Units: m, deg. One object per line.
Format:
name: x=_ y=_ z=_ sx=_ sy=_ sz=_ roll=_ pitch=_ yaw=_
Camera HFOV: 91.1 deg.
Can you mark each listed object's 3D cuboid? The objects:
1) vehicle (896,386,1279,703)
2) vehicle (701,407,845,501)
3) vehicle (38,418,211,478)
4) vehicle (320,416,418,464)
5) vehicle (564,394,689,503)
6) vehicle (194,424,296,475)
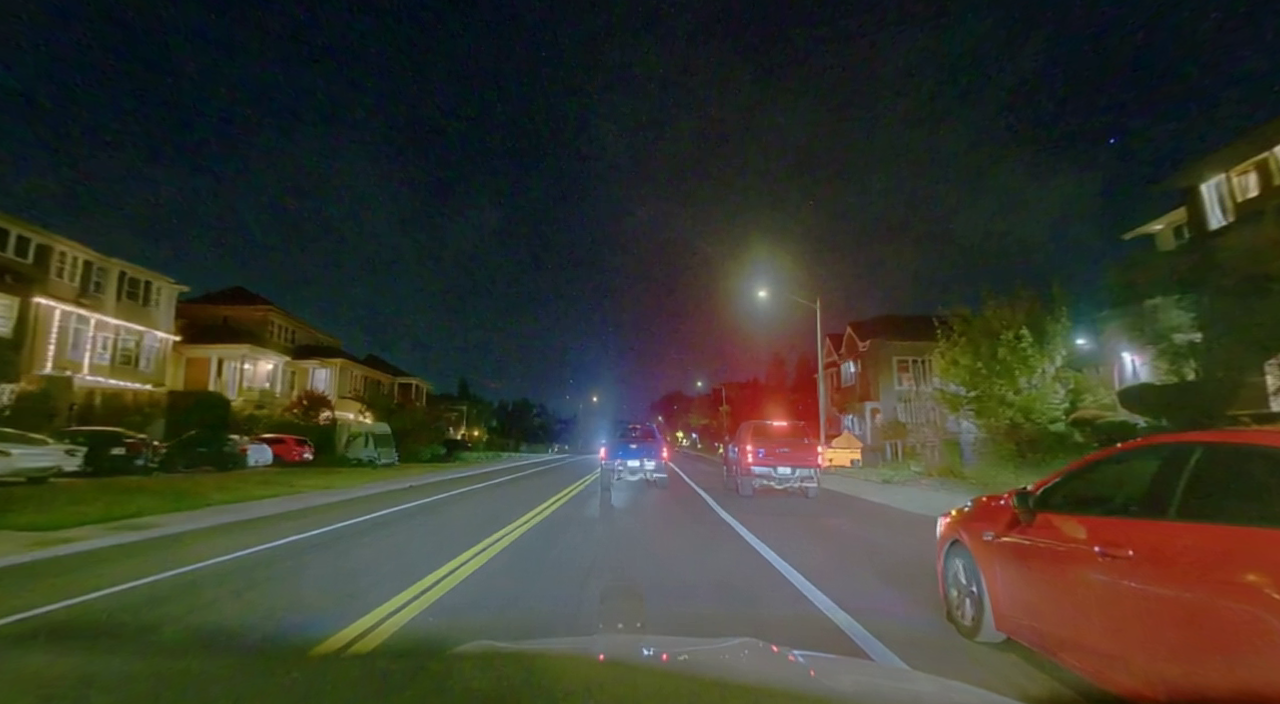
vehicle: x=3.000 y=0.953 z=2.573 sx=2.010 sy=1.499 sz=4.481 roll=0 pitch=-8 yaw=0
vehicle: x=3.112 y=2.593 z=16.243 sx=2.486 sy=1.993 sz=5.667 roll=0 pitch=-8 yaw=0
vehicle: x=-16.870 y=3.155 z=20.666 sx=4.184 sy=1.831 sz=1.940 roll=-1 pitch=-9 yaw=8
vehicle: x=-13.397 y=4.442 z=31.537 sx=2.475 sy=2.157 sz=5.567 roll=0 pitch=-8 yaw=-1
vehicle: x=-0.228 y=2.609 z=17.291 sx=2.751 sy=2.361 sz=6.347 roll=2 pitch=-8 yaw=2
vehicle: x=-14.943 y=3.709 z=24.043 sx=2.010 sy=1.721 sz=4.499 roll=2 pitch=-9 yaw=-16
